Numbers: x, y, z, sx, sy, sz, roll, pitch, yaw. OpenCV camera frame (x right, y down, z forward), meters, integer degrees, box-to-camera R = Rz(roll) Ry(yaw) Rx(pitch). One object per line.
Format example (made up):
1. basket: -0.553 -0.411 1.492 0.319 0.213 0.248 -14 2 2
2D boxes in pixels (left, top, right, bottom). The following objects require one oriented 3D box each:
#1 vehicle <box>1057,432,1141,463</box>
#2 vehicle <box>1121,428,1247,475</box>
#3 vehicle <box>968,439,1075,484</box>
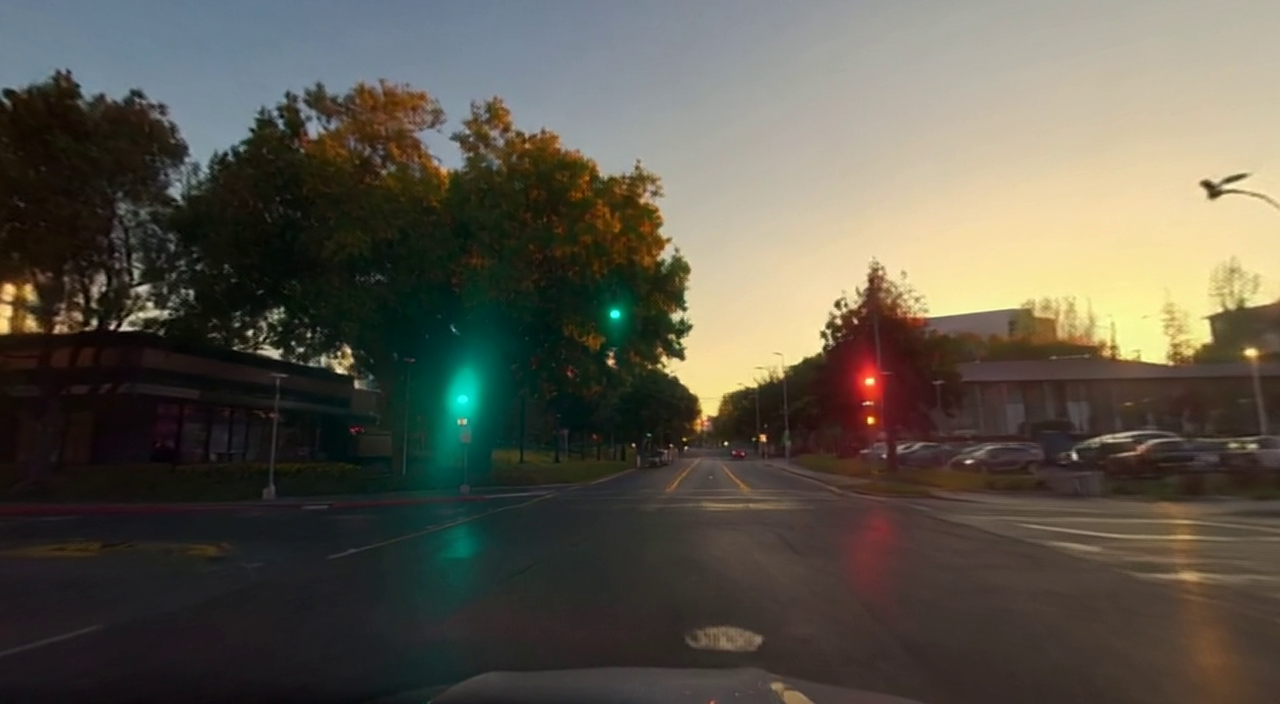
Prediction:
1. vehicle: 24.061 5.033 33.002 1.860 1.511 3.569 -2 -8 4
2. vehicle: 19.818 3.593 22.800 4.522 1.546 1.941 5 -10 -30
3. vehicle: 14.096 3.989 23.080 4.295 1.508 1.955 7 -11 -40
